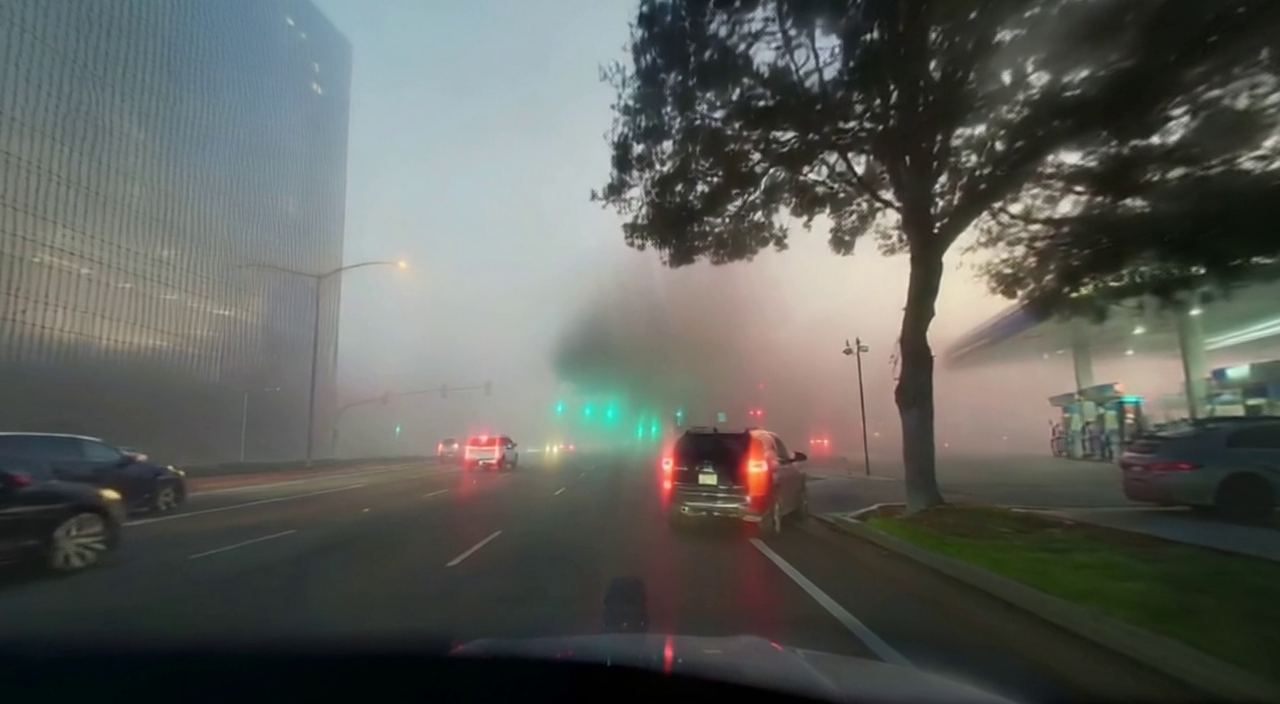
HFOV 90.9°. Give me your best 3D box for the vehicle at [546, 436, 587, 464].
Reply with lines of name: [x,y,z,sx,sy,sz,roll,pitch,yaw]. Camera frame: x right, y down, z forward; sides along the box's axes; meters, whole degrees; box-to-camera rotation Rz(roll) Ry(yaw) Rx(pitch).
vehicle: [-4.552,6.184,39.840,2.081,1.698,4.362,0,-9,0]

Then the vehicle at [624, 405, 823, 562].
vehicle: [1.554,1.857,9.662,2.169,1.751,4.613,-3,-9,18]

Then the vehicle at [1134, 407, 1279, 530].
vehicle: [10.324,1.639,8.668,5.052,1.482,2.266,1,-10,3]

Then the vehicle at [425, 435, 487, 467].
vehicle: [-10.235,5.554,35.450,2.068,1.659,4.509,0,-9,1]

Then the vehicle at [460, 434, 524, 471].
vehicle: [-6.977,4.783,30.122,2.018,1.658,4.391,0,-9,-1]

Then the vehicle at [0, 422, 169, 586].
vehicle: [-6.764,1.339,5.431,1.900,1.473,4.425,0,-9,2]
